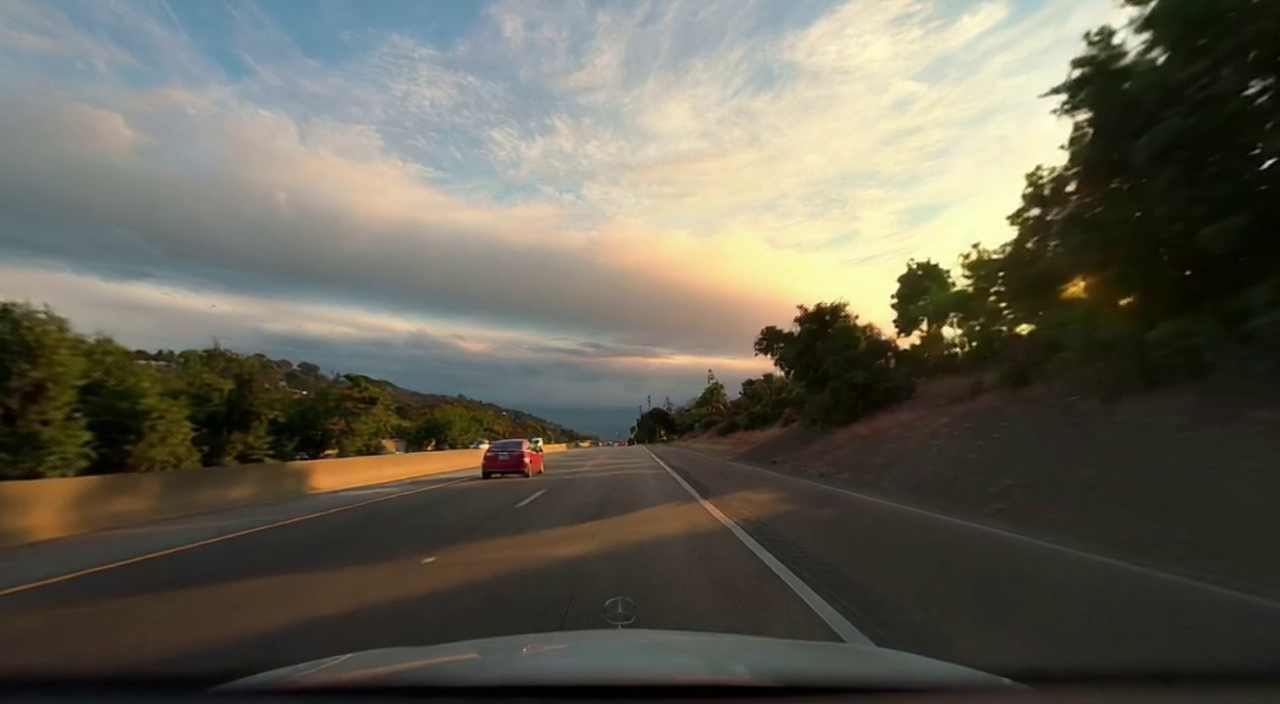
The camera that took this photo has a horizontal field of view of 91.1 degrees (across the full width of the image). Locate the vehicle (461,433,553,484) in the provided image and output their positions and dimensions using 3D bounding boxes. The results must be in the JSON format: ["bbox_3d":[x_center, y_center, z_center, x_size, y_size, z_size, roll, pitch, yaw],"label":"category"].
[{"bbox_3d":[-4.251,3.452,20.881,2.063,1.496,4.225,0,-8,1],"label":"vehicle"}]
